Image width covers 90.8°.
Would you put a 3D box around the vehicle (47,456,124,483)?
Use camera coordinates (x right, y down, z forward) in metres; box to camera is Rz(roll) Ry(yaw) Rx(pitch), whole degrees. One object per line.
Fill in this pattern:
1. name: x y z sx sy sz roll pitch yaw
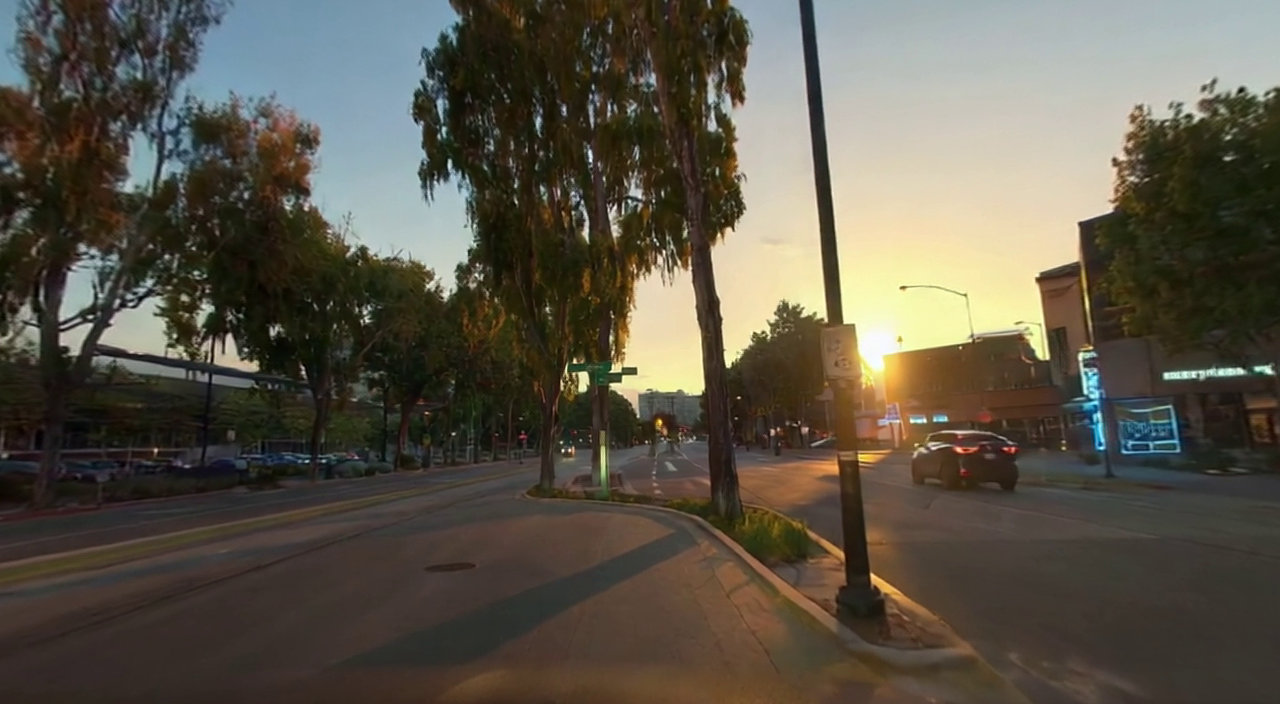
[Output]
1. vehicle: -34.503 7.260 39.251 5.124 1.541 2.121 -6 -10 32

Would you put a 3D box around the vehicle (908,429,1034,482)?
1. vehicle: 11.503 3.639 22.381 2.100 1.638 4.545 -1 -9 2

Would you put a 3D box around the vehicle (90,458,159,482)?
1. vehicle: -35.155 8.002 43.060 4.416 1.541 2.102 -5 -10 30

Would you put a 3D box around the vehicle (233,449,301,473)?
1. vehicle: -28.906 8.403 48.883 5.483 1.719 2.112 -5 -10 31

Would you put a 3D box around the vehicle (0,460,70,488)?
1. vehicle: -35.597 7.120 37.076 4.157 1.458 2.130 -6 -10 34
